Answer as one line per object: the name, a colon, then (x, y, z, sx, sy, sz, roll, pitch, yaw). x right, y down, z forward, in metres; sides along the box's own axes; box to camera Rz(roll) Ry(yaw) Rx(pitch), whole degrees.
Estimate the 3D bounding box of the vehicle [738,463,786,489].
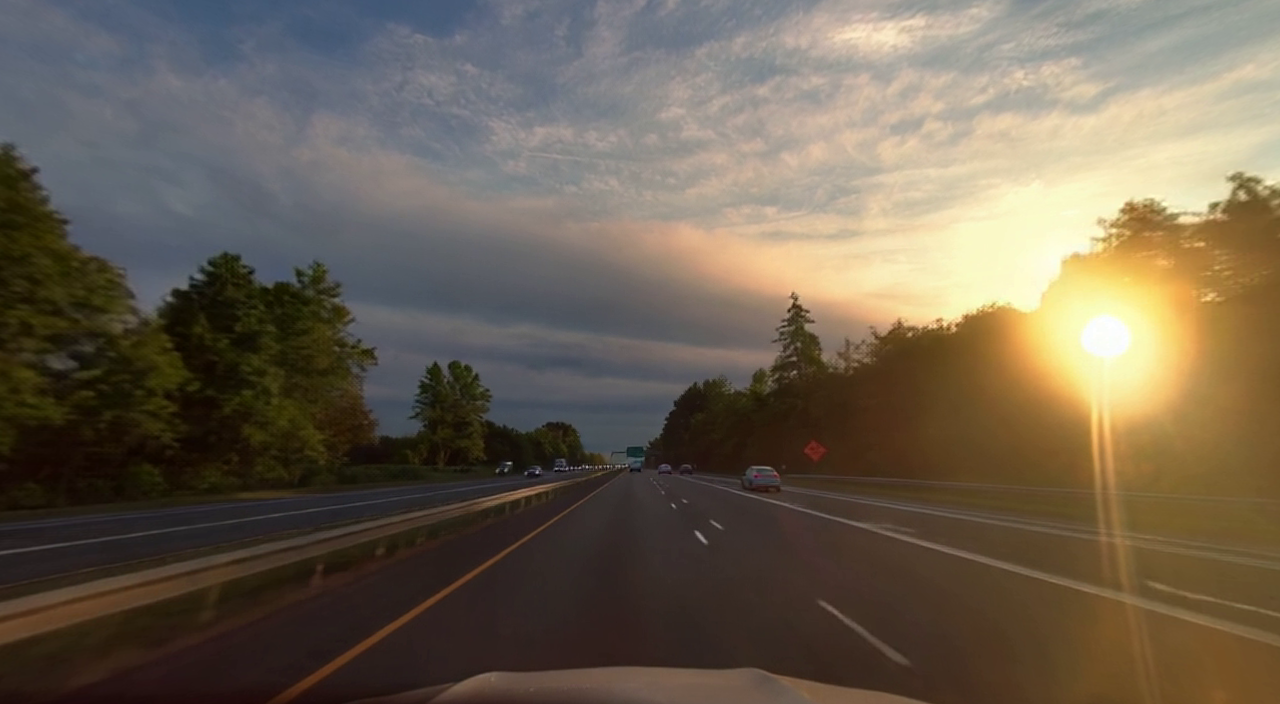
vehicle: (7.481, 7.686, 39.059, 2.024, 1.476, 4.352, 1, -10, -2)
